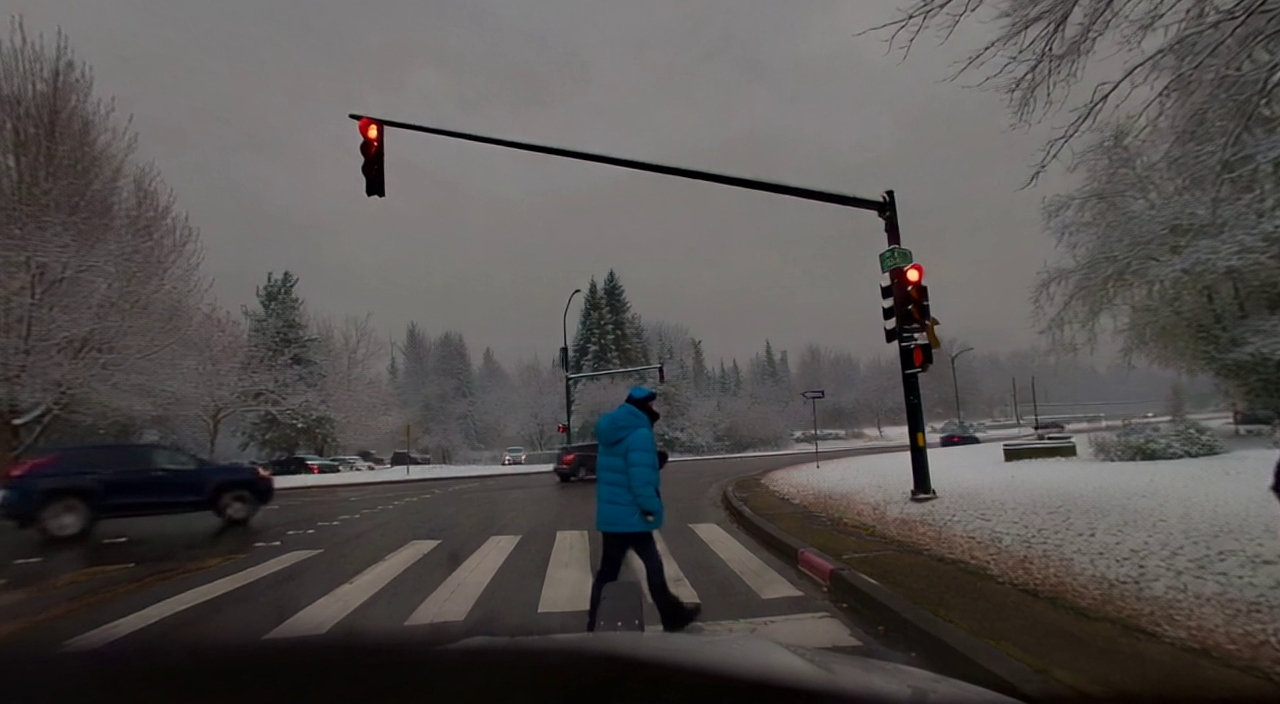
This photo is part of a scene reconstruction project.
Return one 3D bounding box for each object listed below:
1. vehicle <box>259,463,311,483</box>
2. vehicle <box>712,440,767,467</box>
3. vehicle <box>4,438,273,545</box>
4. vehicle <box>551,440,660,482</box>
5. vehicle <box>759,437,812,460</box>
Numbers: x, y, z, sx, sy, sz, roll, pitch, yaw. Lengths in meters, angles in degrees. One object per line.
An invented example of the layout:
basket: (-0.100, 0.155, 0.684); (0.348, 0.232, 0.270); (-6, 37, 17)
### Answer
vehicle: (-28.124, 9.581, 49.746); (1.776, 1.452, 3.920); (0, -9, 0)
vehicle: (7.011, 7.078, 43.926); (1.867, 1.743, 4.259); (-8, -11, 39)
vehicle: (-11.112, 2.979, 14.186); (2.001, 1.988, 4.281); (-8, -11, 39)
vehicle: (-1.350, 4.565, 26.498); (1.915, 1.586, 4.734); (-7, -11, 38)
vehicle: (11.478, 7.586, 49.366); (1.979, 1.659, 4.907); (-8, -11, 39)
